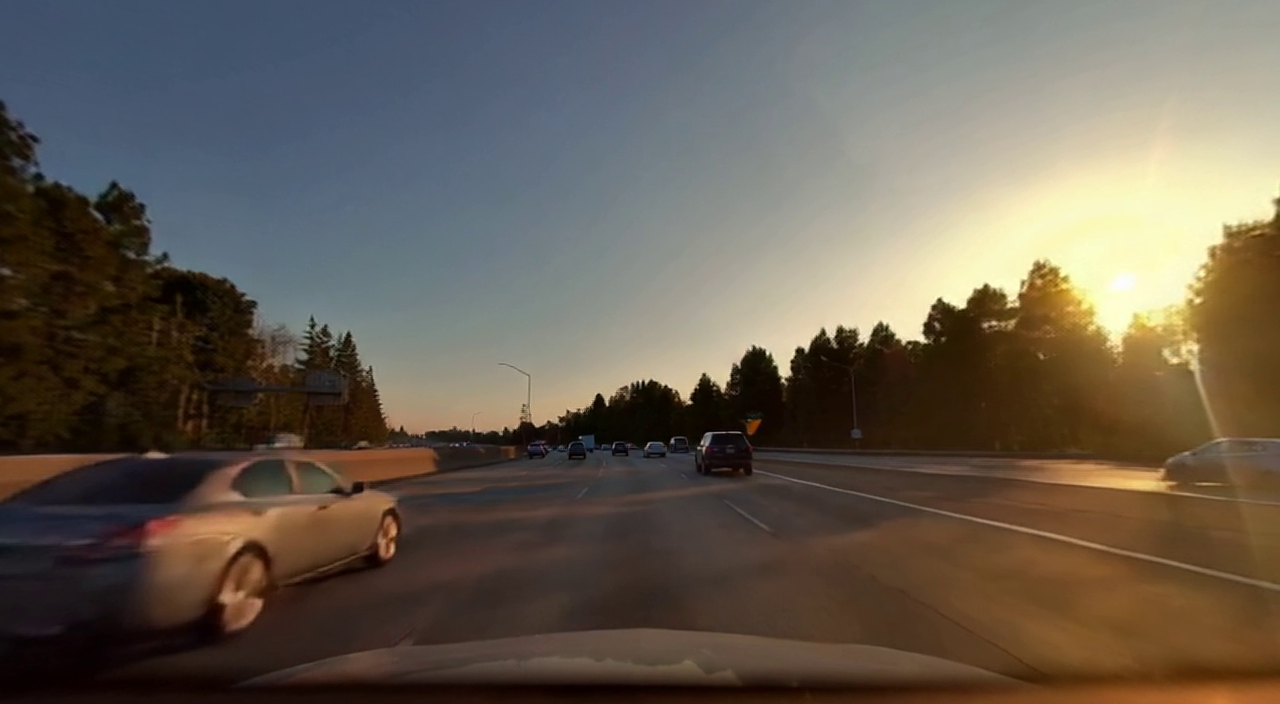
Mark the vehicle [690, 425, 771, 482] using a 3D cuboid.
[{"bbox_3d":[3.081,3.592,22.440,2.043,1.795,4.347,0,-9,-3],"label":"vehicle"}]

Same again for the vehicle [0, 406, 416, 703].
[{"bbox_3d":[-3.778,1.349,5.050,2.183,1.486,4.848,-1,-9,0],"label":"vehicle"}]

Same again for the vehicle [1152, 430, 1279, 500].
[{"bbox_3d":[15.625,2.712,15.358,2.033,1.580,4.752,0,-9,-5],"label":"vehicle"}]
